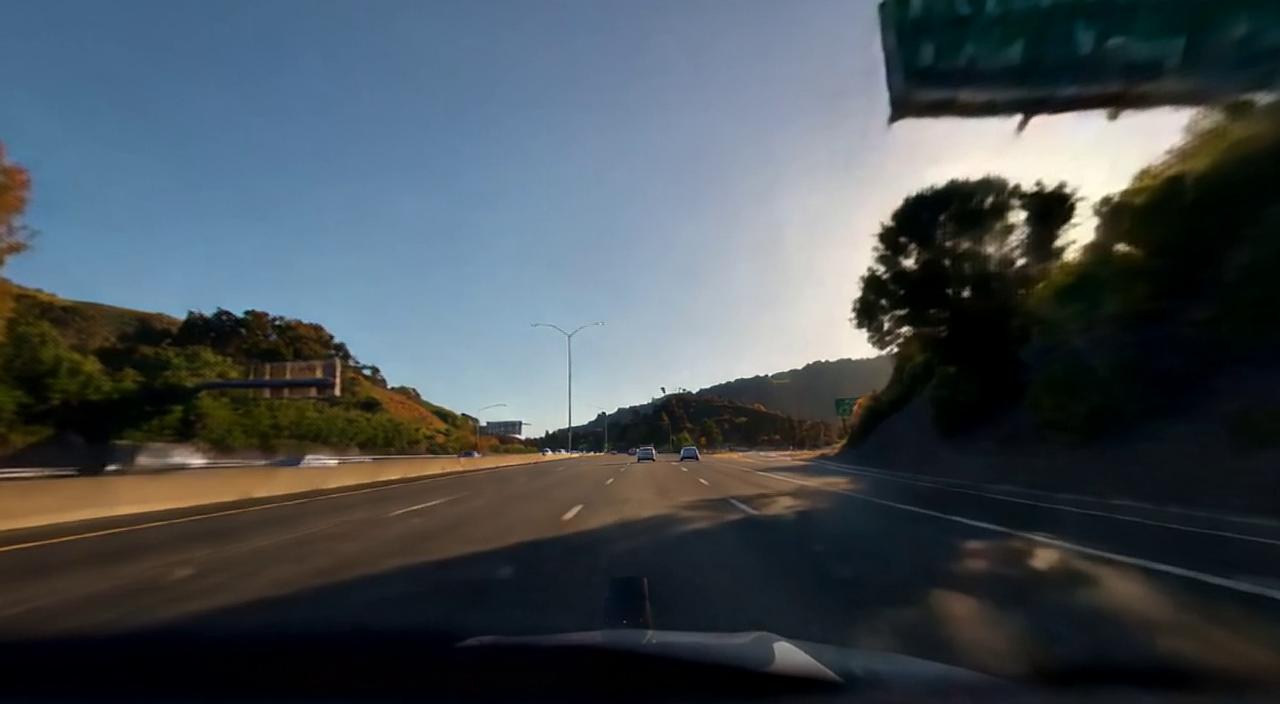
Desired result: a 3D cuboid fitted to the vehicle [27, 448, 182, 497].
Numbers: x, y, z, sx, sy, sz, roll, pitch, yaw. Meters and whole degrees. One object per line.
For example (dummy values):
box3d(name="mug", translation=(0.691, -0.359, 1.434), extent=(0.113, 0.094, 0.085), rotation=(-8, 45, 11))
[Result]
box3d(name="vehicle", translation=(-20.550, 4.599, 24.515), extent=(2.034, 1.668, 4.457), rotation=(0, -8, 1))

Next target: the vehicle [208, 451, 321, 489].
box3d(name="vehicle", translation=(-17.019, 5.348, 28.949), extent=(2.182, 1.522, 4.761), rotation=(0, -8, 1))
